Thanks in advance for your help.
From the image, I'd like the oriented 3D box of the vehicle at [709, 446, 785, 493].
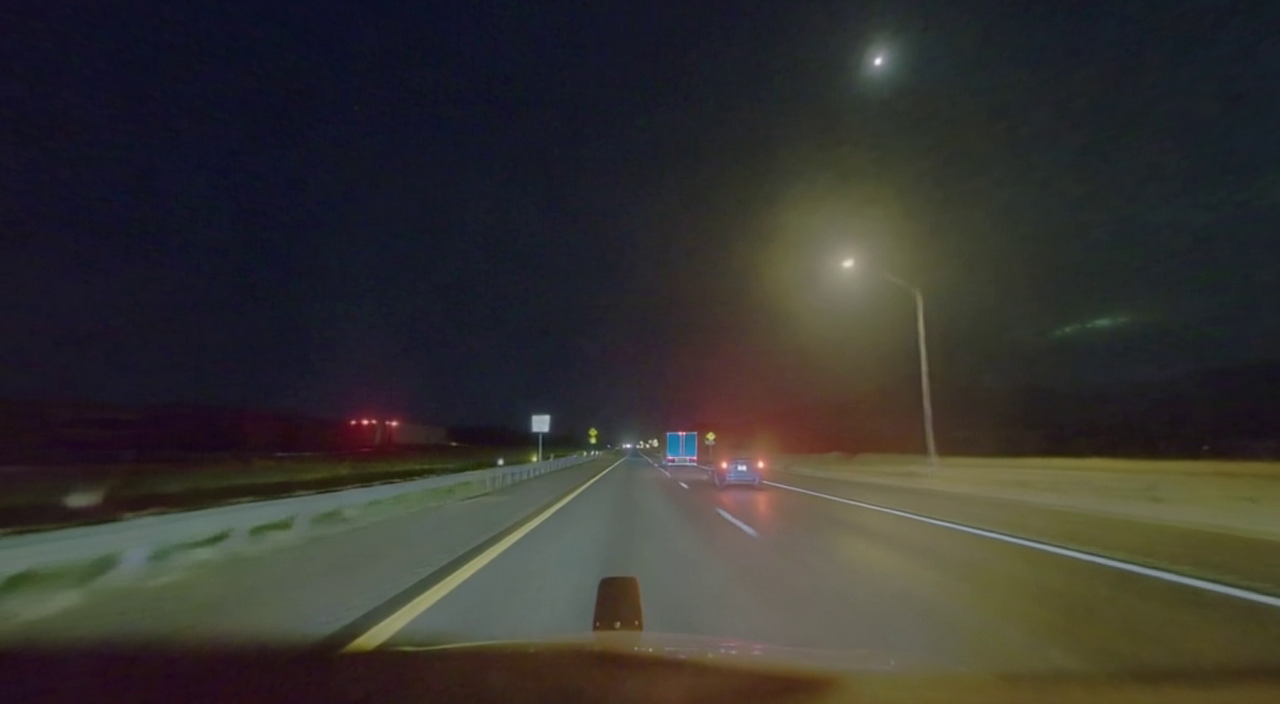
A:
[{"bbox_3d":[3.593,4.019,21.790,1.836,1.459,3.766,0,-9,-2],"label":"vehicle"}]
